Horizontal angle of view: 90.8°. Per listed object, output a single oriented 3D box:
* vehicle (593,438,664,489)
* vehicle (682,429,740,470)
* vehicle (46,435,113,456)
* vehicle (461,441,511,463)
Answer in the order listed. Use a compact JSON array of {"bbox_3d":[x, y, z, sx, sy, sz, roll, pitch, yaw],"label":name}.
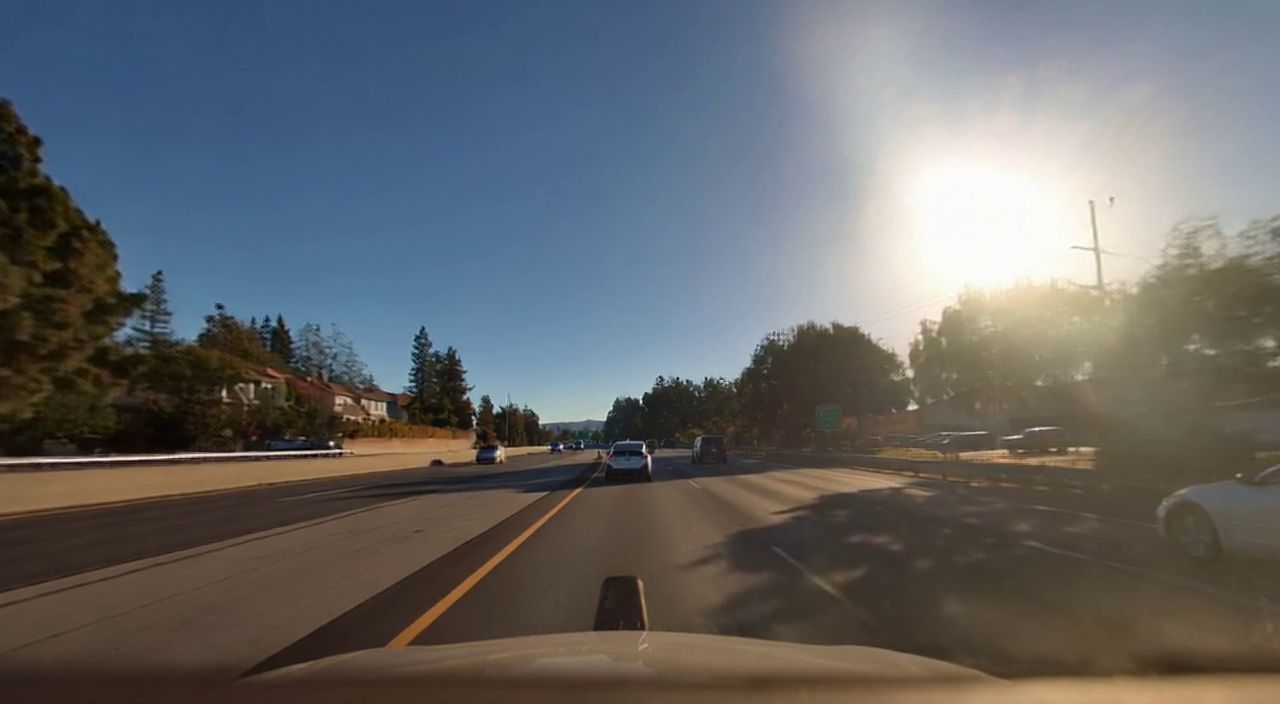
[{"bbox_3d":[-0.316,3.496,20.162,2.040,1.451,3.736,0,-8,0],"label":"vehicle"},{"bbox_3d":[3.363,4.765,30.884,2.186,1.842,4.553,0,-8,-1],"label":"vehicle"},{"bbox_3d":[-39.903,6.656,45.023,3.229,1.360,1.533,-1,-8,-1],"label":"vehicle"},{"bbox_3d":[-11.179,7.298,46.283,2.393,1.522,4.808,0,-8,0],"label":"vehicle"}]
